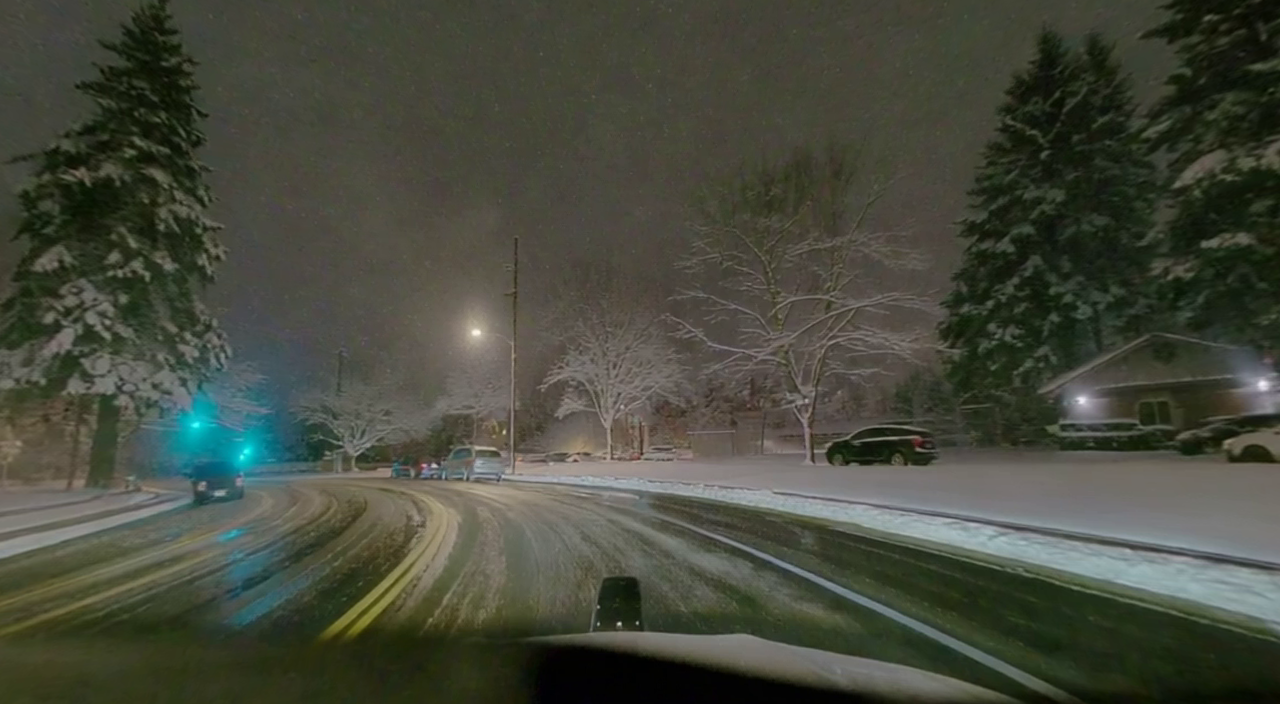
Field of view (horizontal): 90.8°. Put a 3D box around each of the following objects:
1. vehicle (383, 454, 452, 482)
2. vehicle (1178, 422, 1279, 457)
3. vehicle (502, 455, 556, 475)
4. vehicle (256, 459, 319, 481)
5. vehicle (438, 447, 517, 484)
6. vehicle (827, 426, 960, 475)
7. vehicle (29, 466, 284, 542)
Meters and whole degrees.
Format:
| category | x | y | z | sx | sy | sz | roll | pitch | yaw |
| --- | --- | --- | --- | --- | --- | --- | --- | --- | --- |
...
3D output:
| category | x | y | z | sx | sy | sz | roll | pitch | yaw |
| --- | --- | --- | --- | --- | --- | --- | --- | --- | --- |
| vehicle | -13.803 | 7.117 | 39.006 | 4.579 | 1.509 | 2.066 | -8 | -12 | 43 |
| vehicle | 24.703 | 3.614 | 26.010 | 3.467 | 1.375 | 1.566 | -4 | -10 | 24 |
| vehicle | -8.483 | 8.675 | 48.796 | 2.218 | 1.373 | 4.156 | -4 | -9 | 22 |
| vehicle | -26.610 | 8.865 | 47.677 | 4.713 | 1.508 | 1.884 | -5 | -10 | 30 |
| vehicle | -8.679 | 5.942 | 33.448 | 2.289 | 1.785 | 4.944 | 6 | -11 | -37 |
| vehicle | 9.205 | 3.594 | 23.097 | 4.248 | 1.657 | 1.940 | -3 | -10 | 23 |
| vehicle | -11.909 | 3.743 | 16.509 | 2.876 | 1.170 | 6.732 | -2 | -8 | -15 |
